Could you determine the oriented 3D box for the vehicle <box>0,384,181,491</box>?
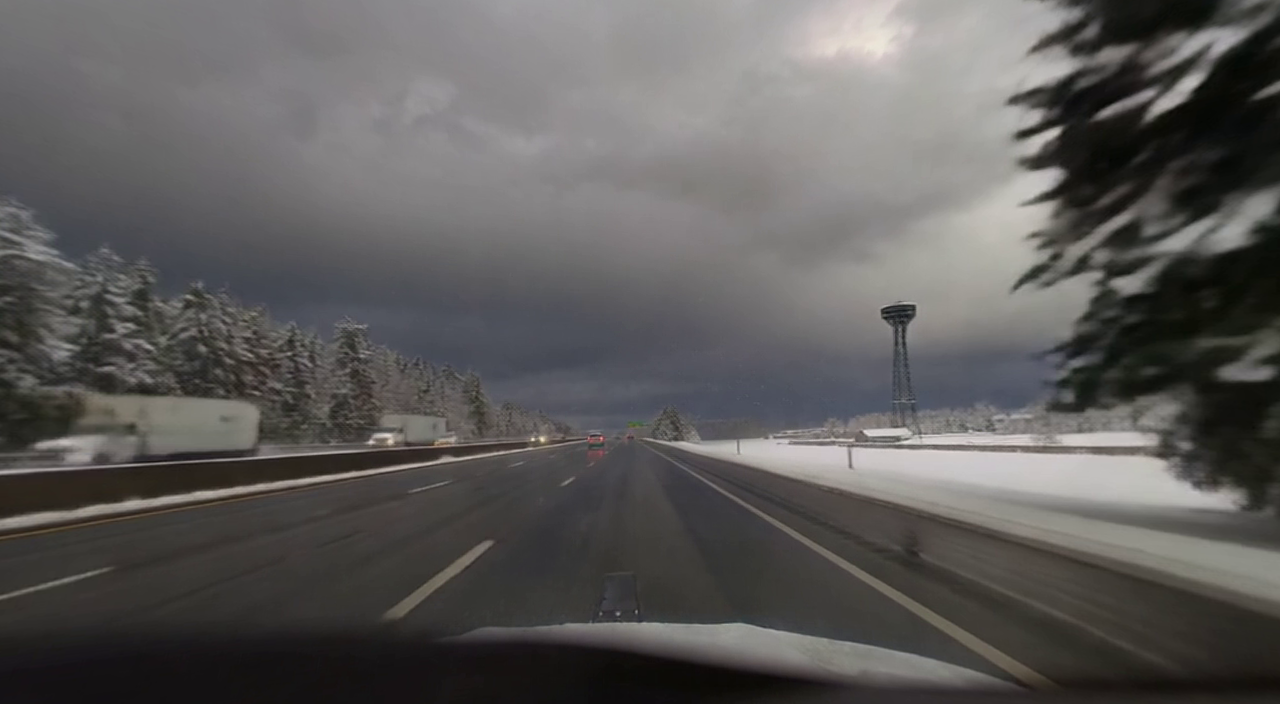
[{"bbox_3d":[-22.985,3.487,25.997,2.913,3.836,6.596,0,-7,-1],"label":"vehicle"}]
